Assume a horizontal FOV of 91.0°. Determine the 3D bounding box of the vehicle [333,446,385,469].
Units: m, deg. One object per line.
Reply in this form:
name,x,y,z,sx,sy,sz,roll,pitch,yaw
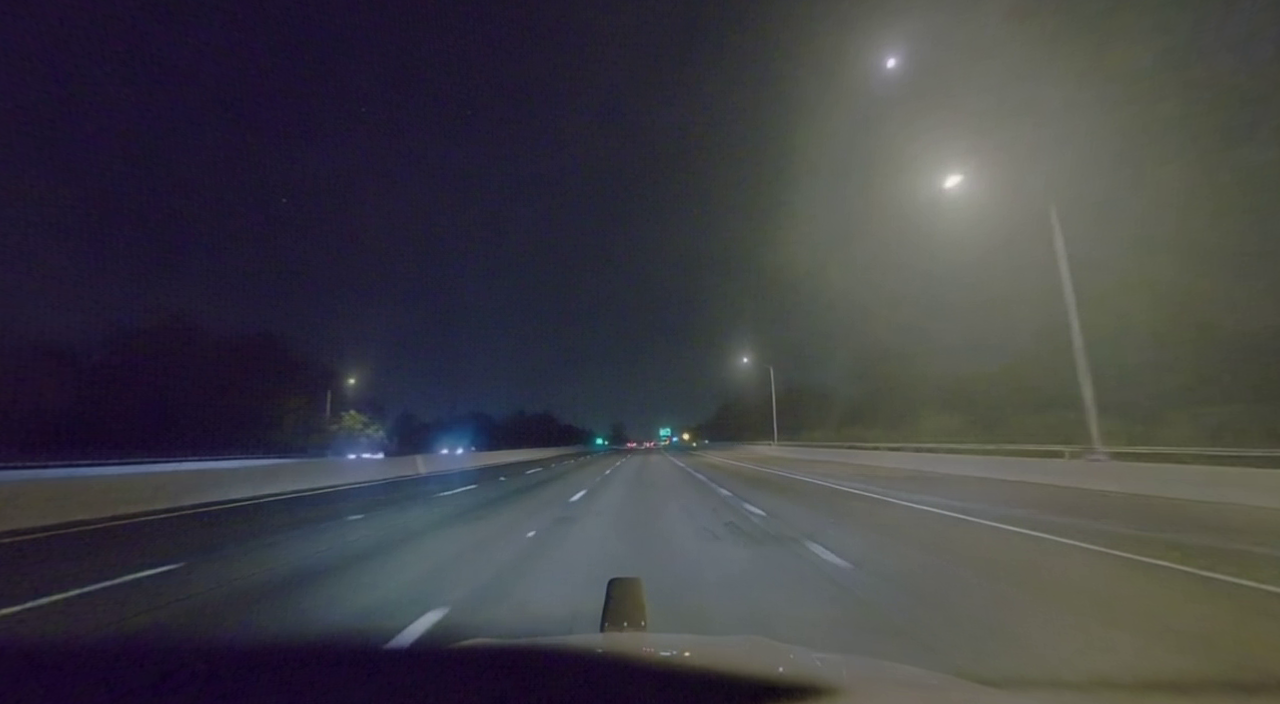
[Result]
vehicle,-19.224,7.221,43.152,1.759,1.472,3.823,0,-8,1
